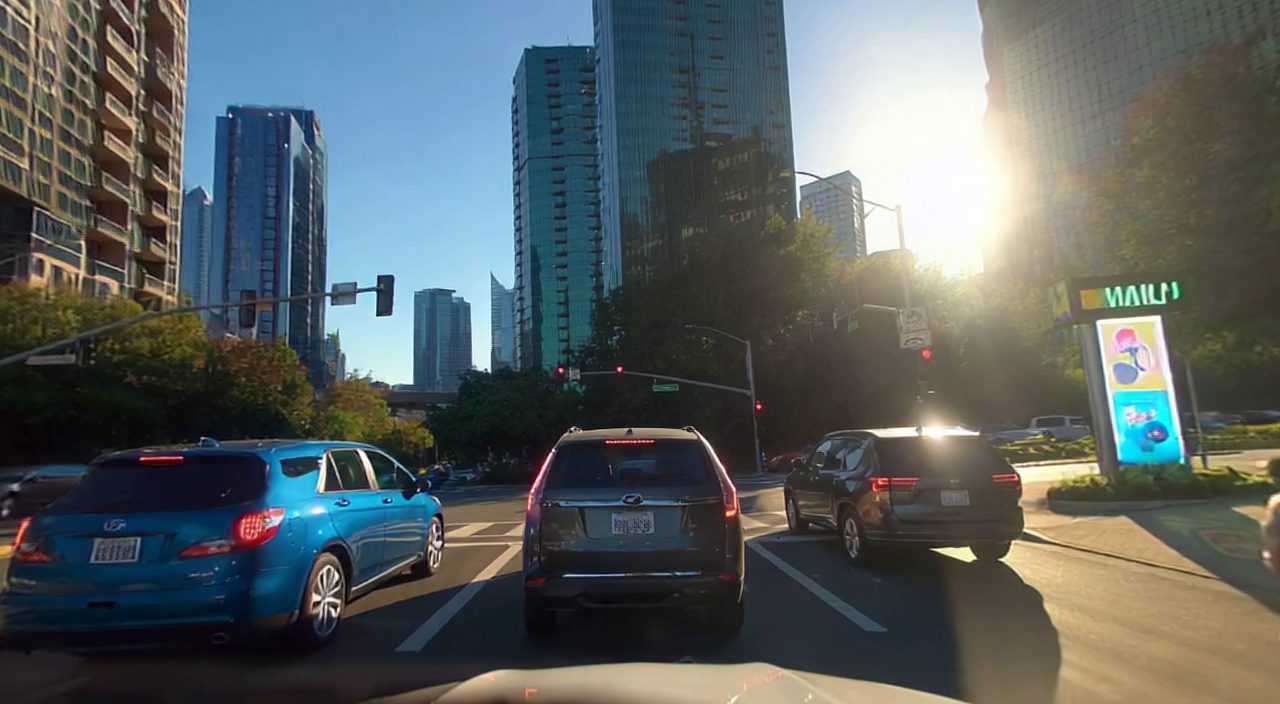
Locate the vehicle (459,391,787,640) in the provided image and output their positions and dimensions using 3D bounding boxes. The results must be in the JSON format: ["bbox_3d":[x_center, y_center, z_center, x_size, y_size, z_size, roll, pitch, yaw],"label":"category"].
[{"bbox_3d":[-0.127,1.412,6.440,2.195,1.662,4.262,0,-8,0],"label":"vehicle"}]

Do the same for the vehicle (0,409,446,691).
[{"bbox_3d":[-3.546,1.424,5.813,1.906,1.524,4.547,0,-8,2],"label":"vehicle"}]

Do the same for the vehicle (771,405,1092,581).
[{"bbox_3d":[3.217,1.661,8.259,2.004,1.646,4.554,0,-8,0],"label":"vehicle"}]
